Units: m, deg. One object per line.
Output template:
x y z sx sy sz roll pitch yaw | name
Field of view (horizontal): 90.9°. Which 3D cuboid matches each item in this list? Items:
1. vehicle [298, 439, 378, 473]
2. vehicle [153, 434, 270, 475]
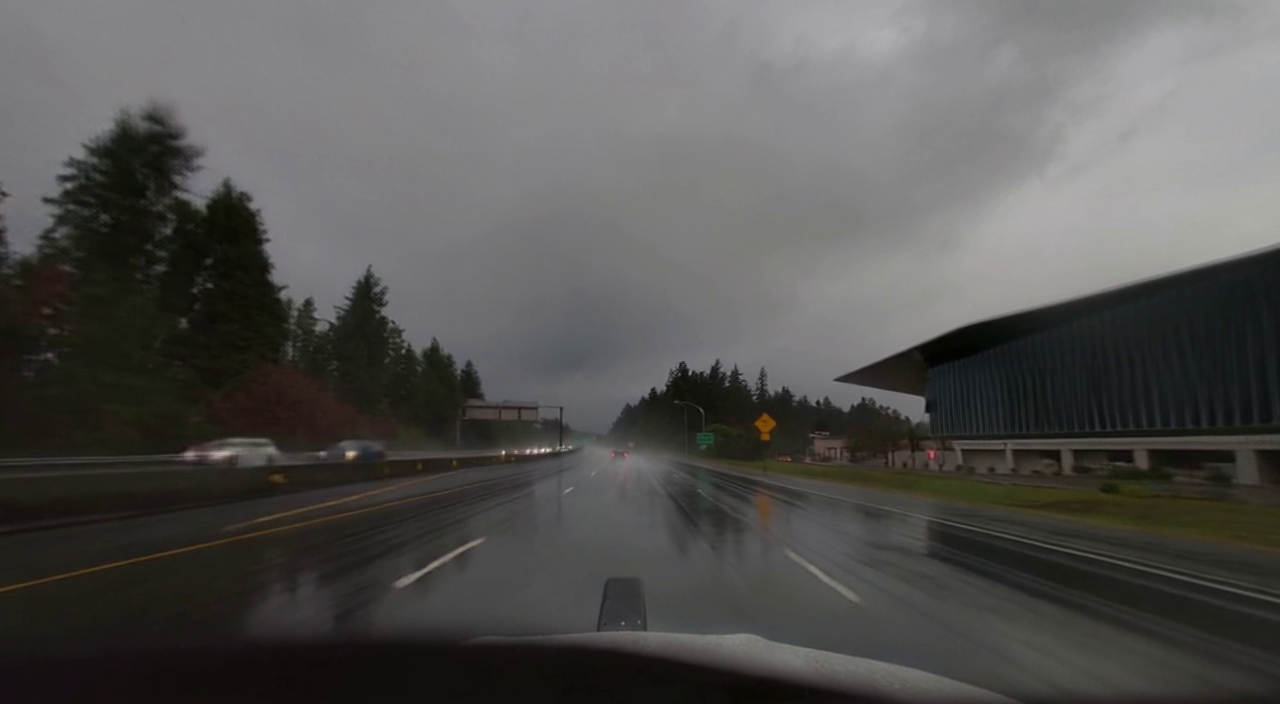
-14.425 4.993 30.388 1.901 1.462 3.936 0 -9 0 | vehicle
-18.749 4.518 27.866 2.147 1.616 4.226 0 -9 0 | vehicle
